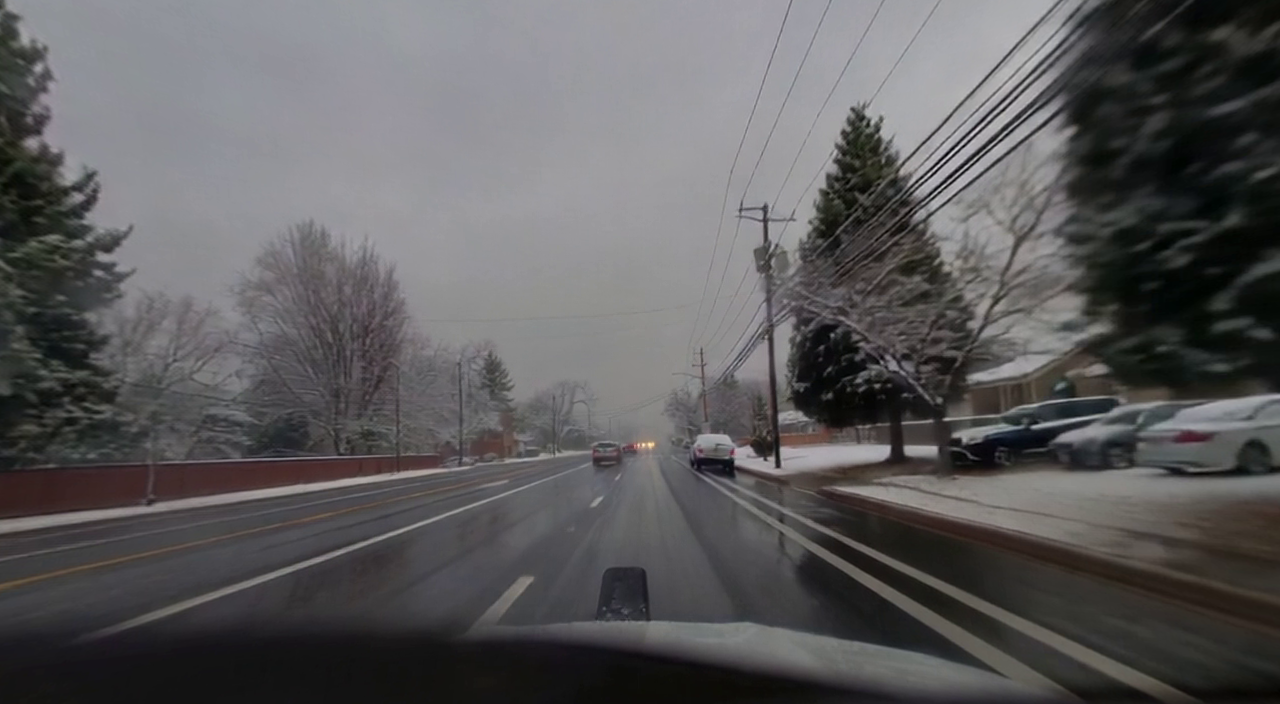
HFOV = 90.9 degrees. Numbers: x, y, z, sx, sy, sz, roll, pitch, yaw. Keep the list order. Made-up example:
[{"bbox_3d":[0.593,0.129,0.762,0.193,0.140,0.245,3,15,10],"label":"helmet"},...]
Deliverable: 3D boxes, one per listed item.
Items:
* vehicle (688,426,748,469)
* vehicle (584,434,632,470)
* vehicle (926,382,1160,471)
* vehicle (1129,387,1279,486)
[{"bbox_3d":[4.219,5.354,35.294,2.622,2.137,6.267,1,-9,1],"label":"vehicle"},{"bbox_3d":[-1.722,5.633,35.694,2.327,1.861,4.941,-1,-9,2],"label":"vehicle"},{"bbox_3d":[11.290,2.153,18.002,5.042,1.803,2.134,-7,-9,0],"label":"vehicle"},{"bbox_3d":[12.336,1.415,11.748,4.719,1.553,1.889,-5,-8,0],"label":"vehicle"}]
